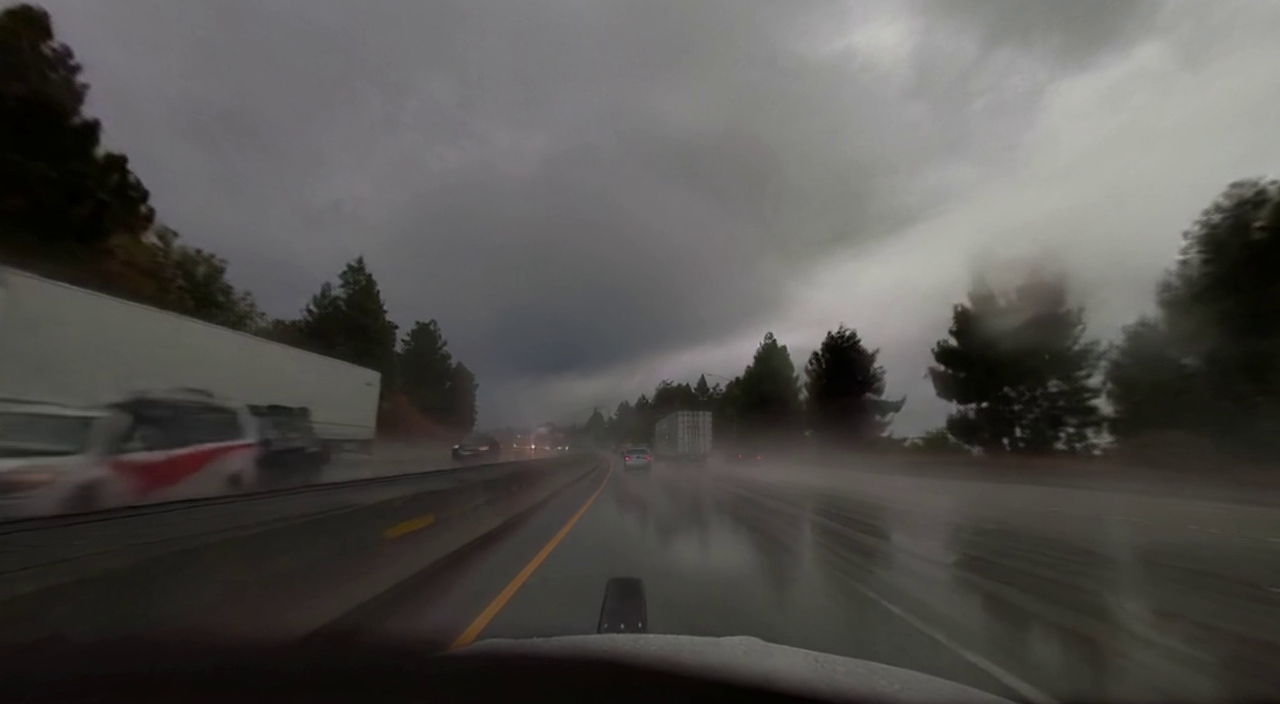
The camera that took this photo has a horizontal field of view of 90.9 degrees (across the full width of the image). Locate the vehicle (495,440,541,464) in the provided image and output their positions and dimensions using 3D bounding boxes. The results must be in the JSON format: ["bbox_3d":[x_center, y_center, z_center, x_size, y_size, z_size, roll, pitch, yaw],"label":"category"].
[{"bbox_3d":[-7.789,6.424,40.647,2.183,1.457,3.987,0,-9,0],"label":"vehicle"}]

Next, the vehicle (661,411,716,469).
[{"bbox_3d":[3.576,7.101,49.988,2.931,4.009,12.800,0,-9,-2],"label":"vehicle"}]

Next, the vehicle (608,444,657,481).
[{"bbox_3d":[-0.372,5.179,29.618,2.111,1.599,3.859,0,-9,-1],"label":"vehicle"}]

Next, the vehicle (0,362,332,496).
[{"bbox_3d":[-8.041,1.444,11.181,2.382,1.802,5.288,0,-9,1],"label":"vehicle"}]

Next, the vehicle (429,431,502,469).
[{"bbox_3d":[-7.327,4.201,26.885,1.928,1.473,4.170,0,-9,-1],"label":"vehicle"}]
